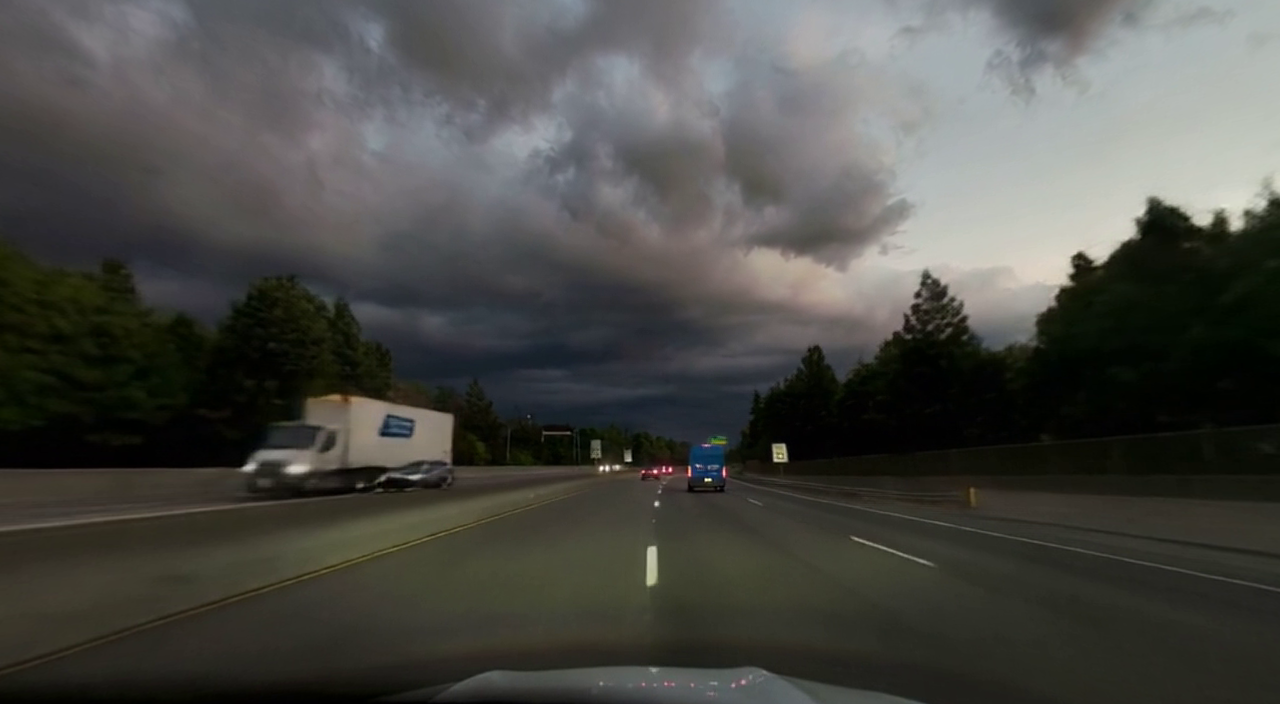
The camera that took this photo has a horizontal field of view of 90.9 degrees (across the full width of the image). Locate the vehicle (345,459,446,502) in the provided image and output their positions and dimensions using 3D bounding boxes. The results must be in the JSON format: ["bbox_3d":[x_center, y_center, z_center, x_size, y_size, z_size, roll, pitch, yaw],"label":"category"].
[{"bbox_3d":[-9.239,4.897,24.185,2.075,1.468,4.118,0,-11,2],"label":"vehicle"}]

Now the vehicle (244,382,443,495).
[{"bbox_3d":[-13.603,4.547,31.087,3.066,4.409,12.568,0,-11,3],"label":"vehicle"}]

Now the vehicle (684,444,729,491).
[{"bbox_3d":[4.013,7.173,39.096,2.366,2.595,5.793,0,-11,2],"label":"vehicle"}]
